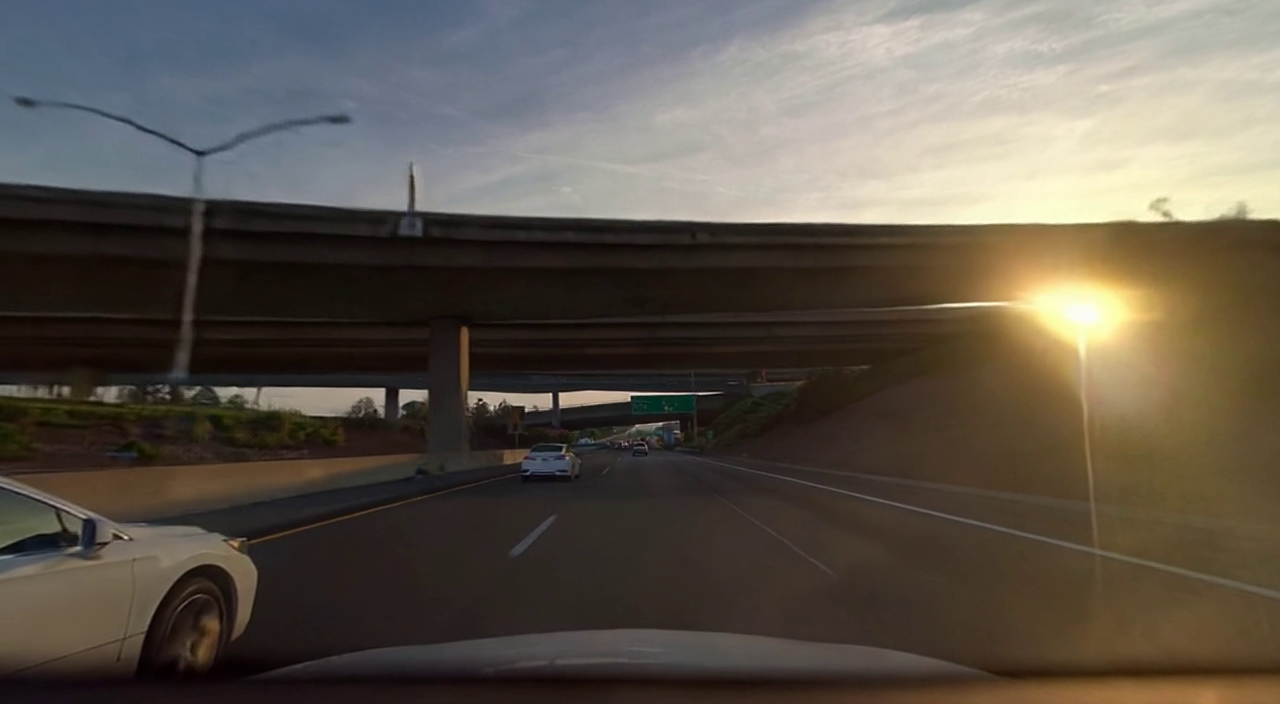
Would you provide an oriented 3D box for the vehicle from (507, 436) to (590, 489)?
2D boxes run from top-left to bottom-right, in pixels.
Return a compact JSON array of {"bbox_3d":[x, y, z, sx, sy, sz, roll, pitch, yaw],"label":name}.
[{"bbox_3d":[-2.951,3.675,21.370,2.029,1.557,4.570,0,-8,1],"label":"vehicle"}]
